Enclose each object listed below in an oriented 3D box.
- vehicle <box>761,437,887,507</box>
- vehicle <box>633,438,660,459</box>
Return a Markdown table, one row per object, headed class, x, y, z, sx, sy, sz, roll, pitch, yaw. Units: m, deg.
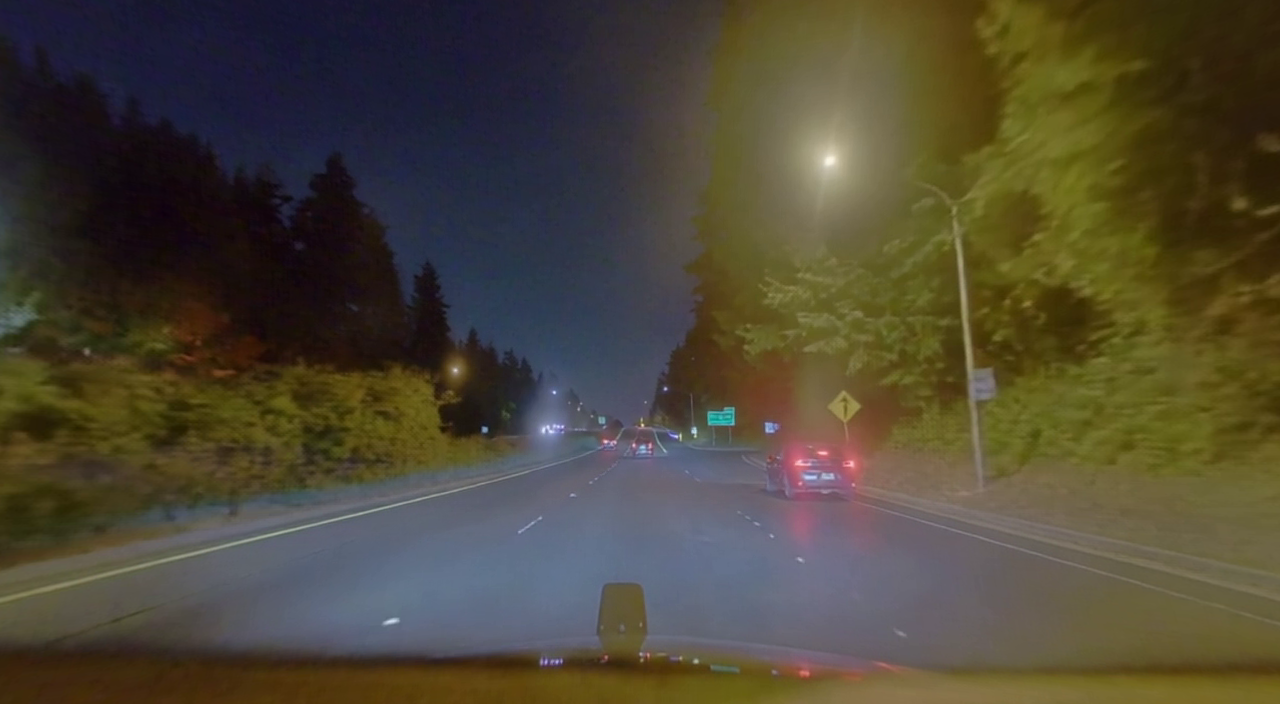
| class | x | y | z | sx | sy | sz | roll | pitch | yaw |
| --- | --- | --- | --- | --- | --- | --- | --- | --- | --- |
| vehicle | 4.482 | 2.960 | 16.022 | 1.913 | 1.516 | 4.322 | 0 | -9 | 0 |
| vehicle | 0.499 | 7.657 | 49.810 | 2.095 | 1.548 | 4.264 | 0 | -8 | 0 |
